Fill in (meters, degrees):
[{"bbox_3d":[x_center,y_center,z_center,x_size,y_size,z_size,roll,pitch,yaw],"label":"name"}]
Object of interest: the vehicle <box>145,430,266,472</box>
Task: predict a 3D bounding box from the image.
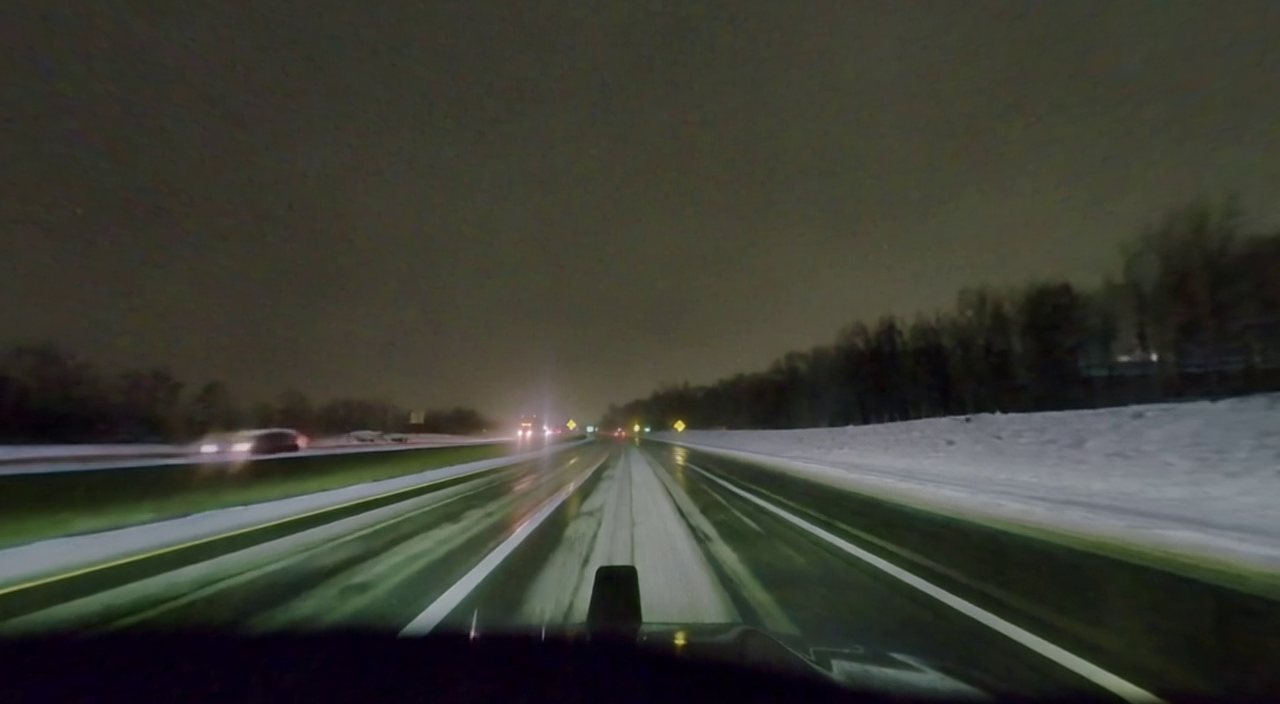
[{"bbox_3d":[-16.403,3.741,24.077,1.785,1.429,4.077,0,-8,-1],"label":"vehicle"}]
